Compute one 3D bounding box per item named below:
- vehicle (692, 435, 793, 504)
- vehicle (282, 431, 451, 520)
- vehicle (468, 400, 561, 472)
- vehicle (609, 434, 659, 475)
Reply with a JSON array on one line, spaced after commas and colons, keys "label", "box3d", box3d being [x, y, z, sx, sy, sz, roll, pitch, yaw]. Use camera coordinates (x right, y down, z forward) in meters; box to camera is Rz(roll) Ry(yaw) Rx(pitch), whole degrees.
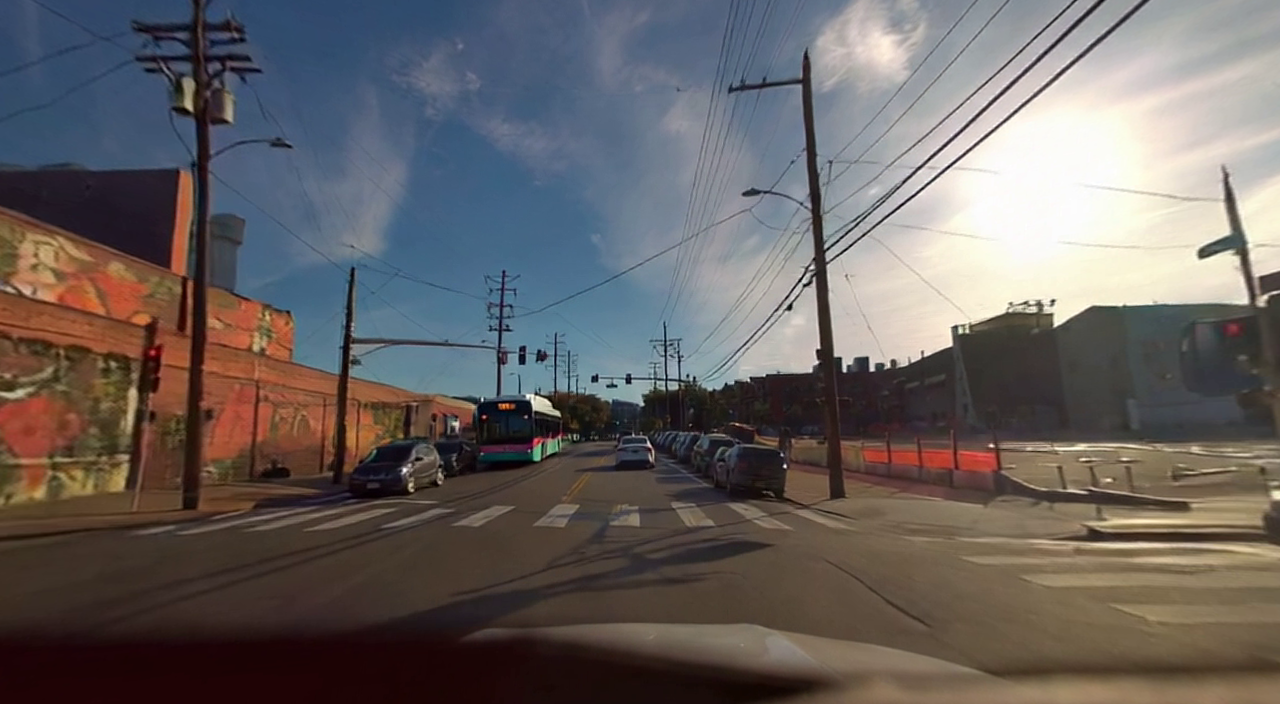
[{"label": "vehicle", "box3d": [2.860, 3.478, 18.764, 2.171, 1.751, 4.373, 1, -10, -1]}, {"label": "vehicle", "box3d": [-7.181, 3.264, 17.465, 2.127, 2.034, 5.559, 0, -8, 0]}, {"label": "vehicle", "box3d": [-6.665, 4.876, 36.016, 3.297, 3.342, 12.875, 0, -8, -3]}, {"label": "vehicle", "box3d": [-0.312, 4.812, 29.760, 2.190, 1.783, 4.048, 0, -8, -2]}]
